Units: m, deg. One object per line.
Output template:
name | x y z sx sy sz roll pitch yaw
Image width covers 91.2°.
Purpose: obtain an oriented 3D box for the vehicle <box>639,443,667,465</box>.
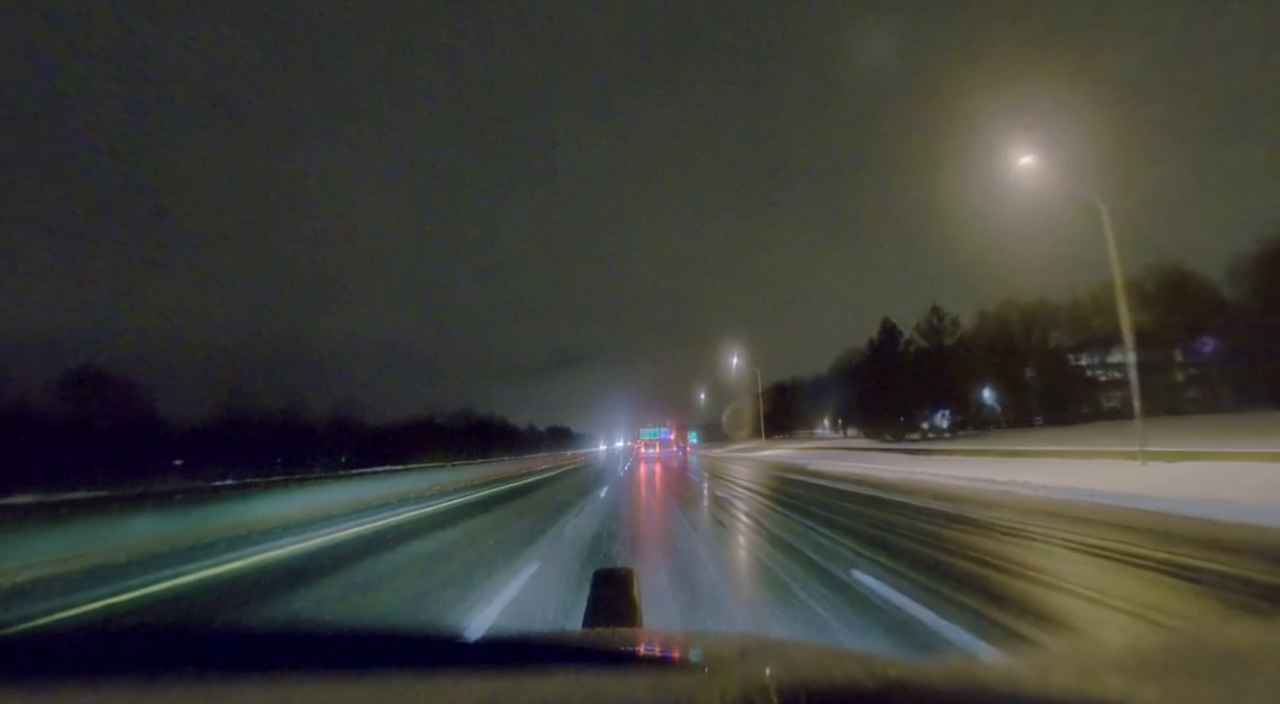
vehicle | 0.936 7.797 47.843 1.970 1.560 4.182 0 -9 -1
